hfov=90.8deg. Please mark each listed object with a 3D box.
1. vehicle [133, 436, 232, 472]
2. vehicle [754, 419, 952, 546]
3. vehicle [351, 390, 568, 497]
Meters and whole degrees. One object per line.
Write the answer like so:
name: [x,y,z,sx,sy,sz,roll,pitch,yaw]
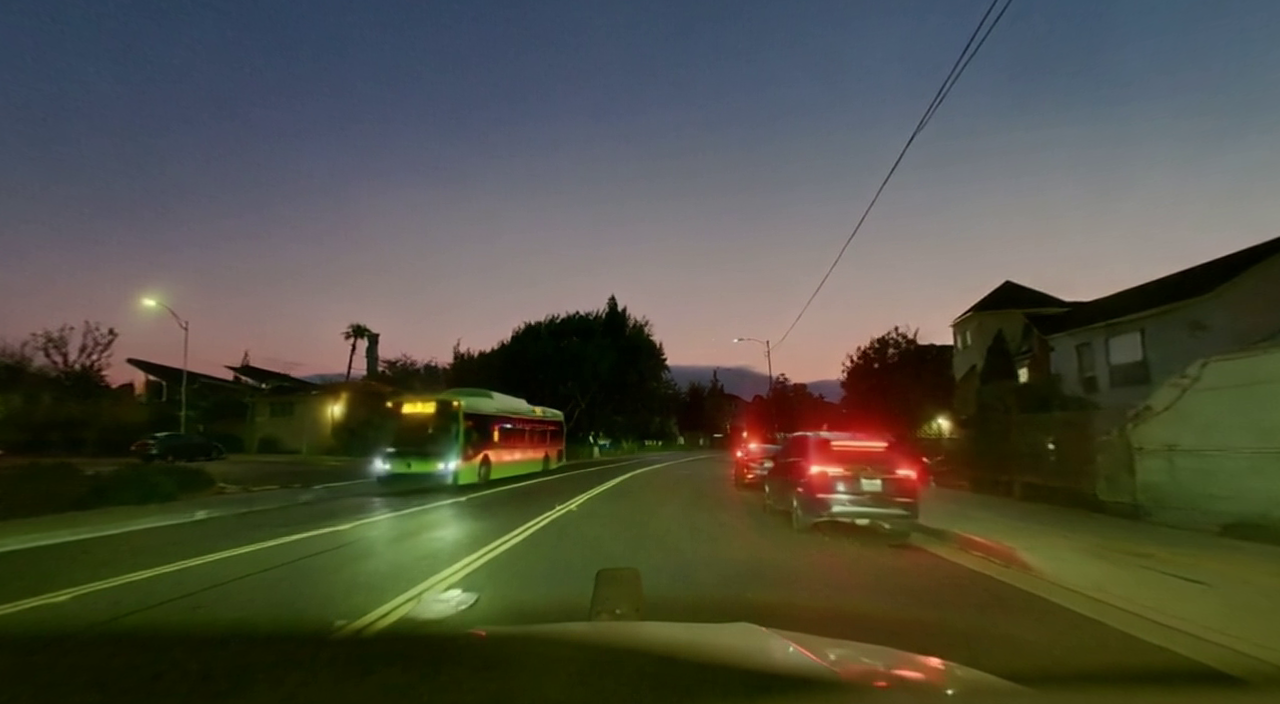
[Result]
vehicle: [-24.087,5.379,33.488,2.006,1.766,4.685,1,-9,-5]
vehicle: [3.089,1.974,10.158,1.984,1.601,3.994,-1,-9,3]
vehicle: [-6.176,3.711,25.500,3.577,3.168,13.108,-1,-9,7]
